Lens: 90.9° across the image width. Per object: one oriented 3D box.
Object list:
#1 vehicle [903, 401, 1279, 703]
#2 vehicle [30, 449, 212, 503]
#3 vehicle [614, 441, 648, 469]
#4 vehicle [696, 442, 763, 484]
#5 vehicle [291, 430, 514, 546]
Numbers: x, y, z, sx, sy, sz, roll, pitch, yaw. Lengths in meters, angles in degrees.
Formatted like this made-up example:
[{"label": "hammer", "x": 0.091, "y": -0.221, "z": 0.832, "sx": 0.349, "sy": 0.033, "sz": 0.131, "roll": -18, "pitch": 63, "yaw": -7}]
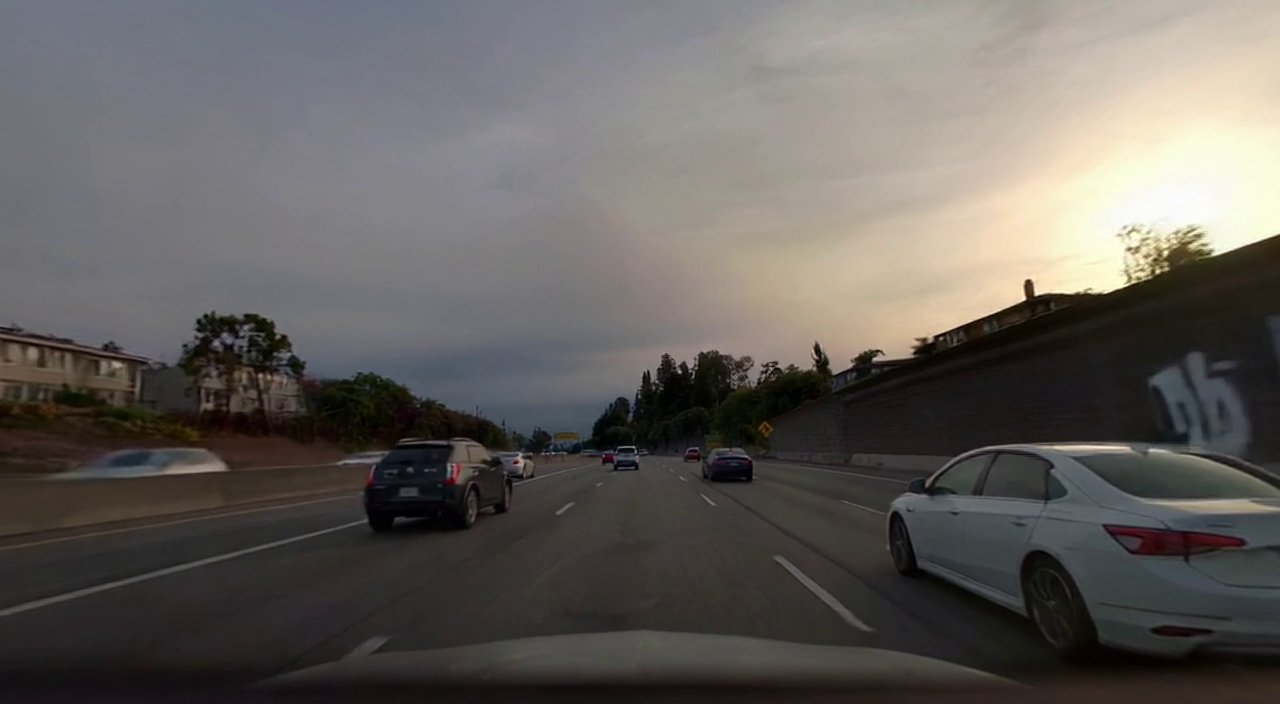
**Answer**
[{"label": "vehicle", "x": 3.637, "y": 1.195, "z": 4.190, "sx": 1.912, "sy": 1.509, "sz": 4.291, "roll": 0, "pitch": -8, "yaw": 0}, {"label": "vehicle", "x": -19.682, "y": 4.679, "z": 24.432, "sx": 2.117, "sy": 1.790, "sz": 5.755, "roll": 0, "pitch": -8, "yaw": 1}, {"label": "vehicle", "x": -0.635, "y": 6.932, "z": 42.523, "sx": 2.183, "sy": 1.764, "sz": 4.134, "roll": 0, "pitch": -8, "yaw": -1}, {"label": "vehicle", "x": 3.268, "y": 4.137, "z": 23.801, "sx": 1.854, "sy": 1.438, "sz": 3.954, "roll": 0, "pitch": -8, "yaw": -1}, {"label": "vehicle", "x": -3.705, "y": 2.190, "z": 10.882, "sx": 2.136, "sy": 1.571, "sz": 4.285, "roll": 0, "pitch": -8, "yaw": 1}]
